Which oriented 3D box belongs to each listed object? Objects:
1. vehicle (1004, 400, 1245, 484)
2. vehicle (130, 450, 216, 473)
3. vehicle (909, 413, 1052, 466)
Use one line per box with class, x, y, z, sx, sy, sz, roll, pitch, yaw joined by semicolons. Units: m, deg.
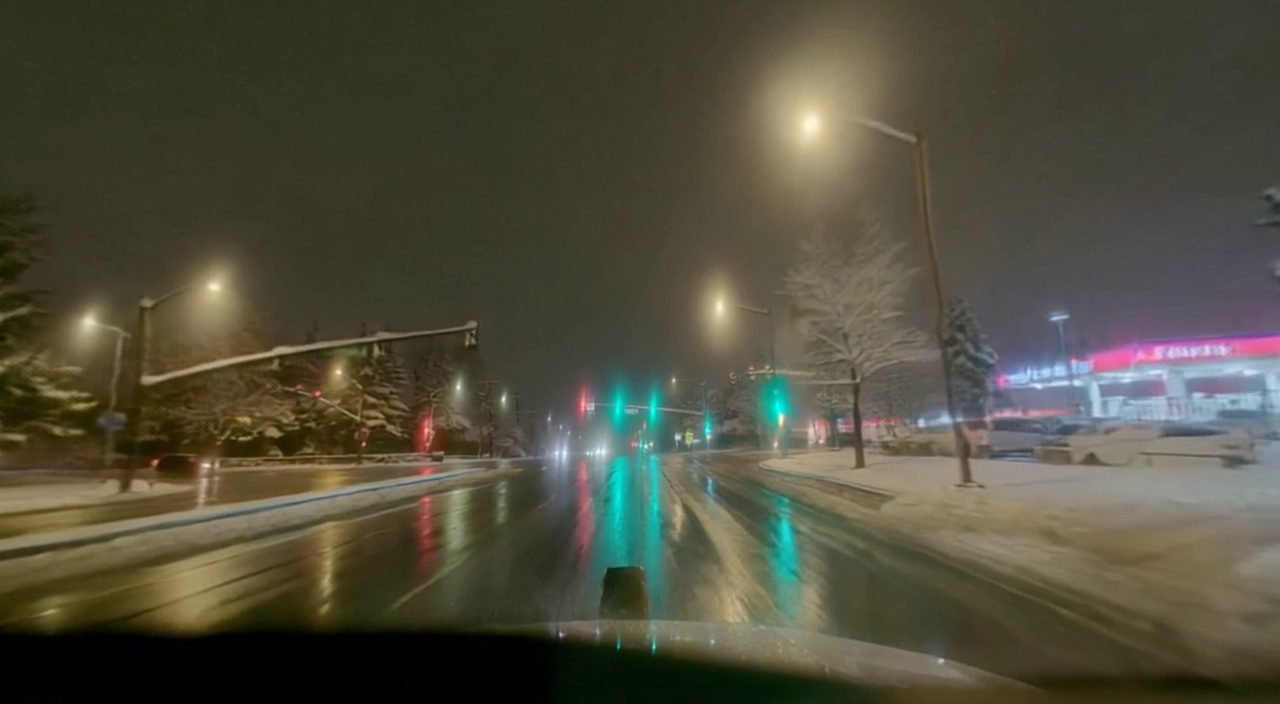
vehicle;13.302;2.499;17.591;4.821;1.788;2.132;-5;-7;1
vehicle;-35.420;8.317;47.908;4.774;1.672;1.936;1;-8;-6
vehicle;13.487;3.524;25.255;4.454;1.990;2.124;-1;-8;6
